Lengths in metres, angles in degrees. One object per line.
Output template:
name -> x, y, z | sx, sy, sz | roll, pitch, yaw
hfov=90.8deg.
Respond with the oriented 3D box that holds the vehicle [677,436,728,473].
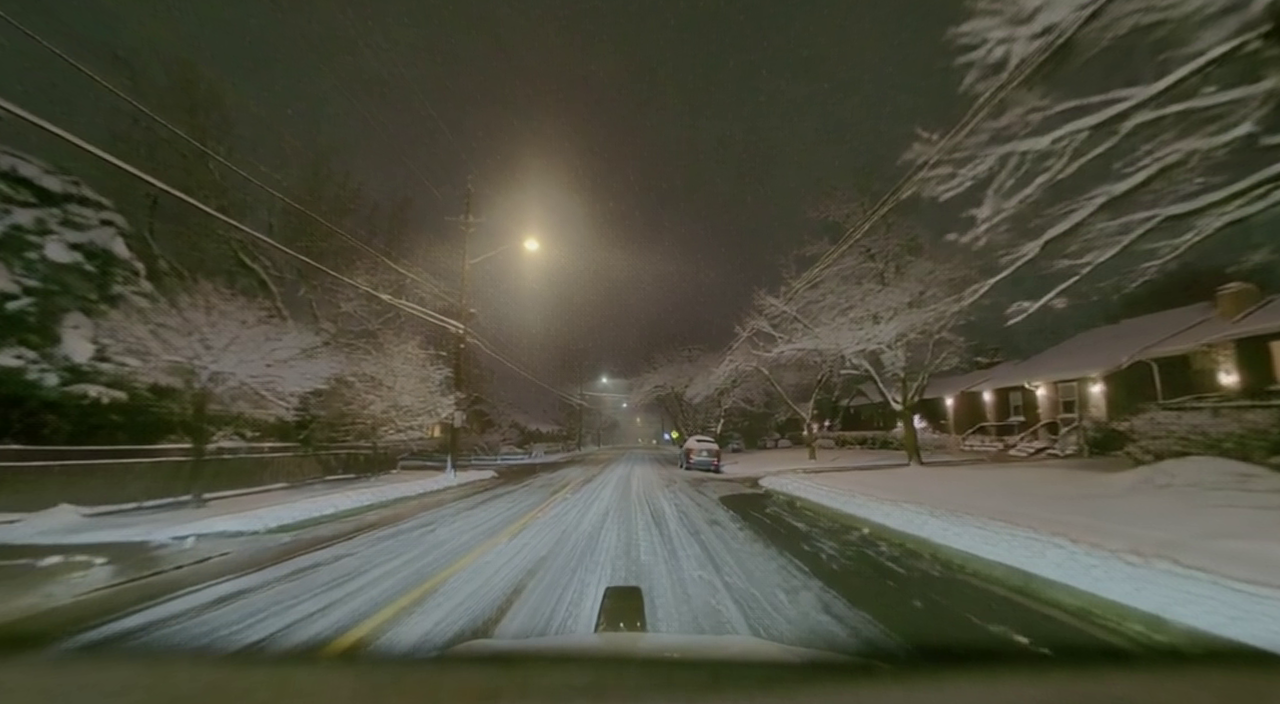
vehicle -> 3.058, 5.107, 31.660 | 2.086, 1.726, 4.384 | 0, -9, 0
